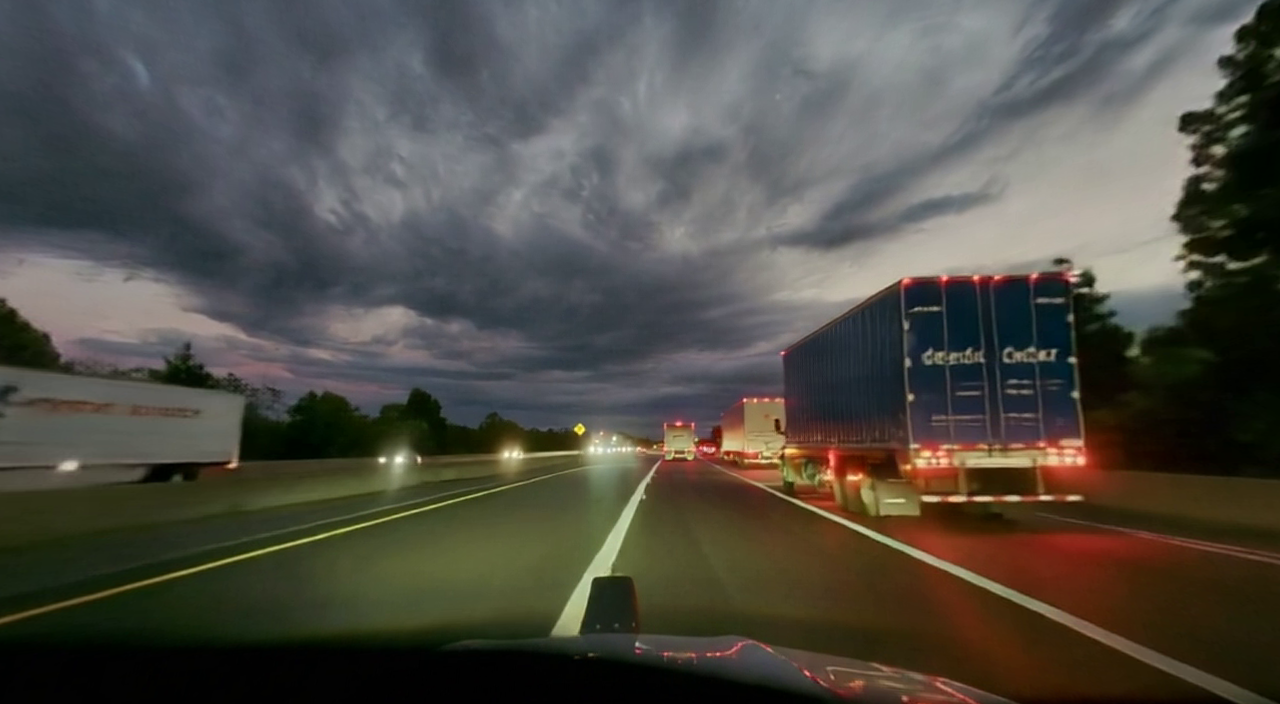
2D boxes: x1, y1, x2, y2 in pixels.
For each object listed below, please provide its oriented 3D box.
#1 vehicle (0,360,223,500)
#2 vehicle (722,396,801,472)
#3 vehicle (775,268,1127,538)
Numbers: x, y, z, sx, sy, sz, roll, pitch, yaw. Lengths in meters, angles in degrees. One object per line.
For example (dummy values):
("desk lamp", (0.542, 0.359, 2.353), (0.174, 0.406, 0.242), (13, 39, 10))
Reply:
("vehicle", (-22.622, 3.207, 25.303), (3.010, 4.620, 11.933), (-1, -8, 3))
("vehicle", (7.434, 5.296, 40.662), (2.843, 4.053, 13.777), (0, -7, 2))
("vehicle", (5.466, 1.355, 14.015), (2.920, 3.860, 10.035), (0, -8, 2))
